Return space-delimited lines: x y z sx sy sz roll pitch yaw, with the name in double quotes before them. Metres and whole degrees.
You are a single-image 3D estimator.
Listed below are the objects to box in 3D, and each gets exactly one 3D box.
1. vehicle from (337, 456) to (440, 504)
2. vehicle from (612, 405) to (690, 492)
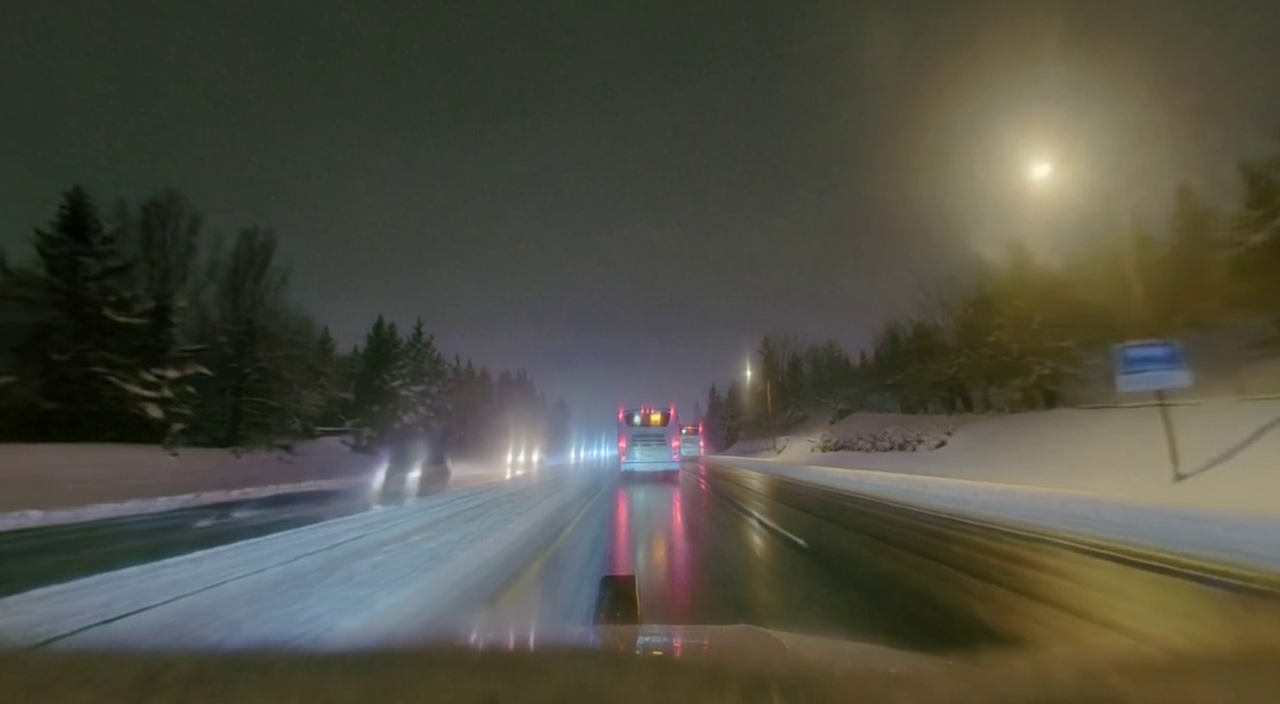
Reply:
"vehicle" -9.174 4.683 23.315 1.917 1.523 4.526 -1 -9 1
"vehicle" 0.287 3.422 22.344 2.414 2.675 5.574 0 -9 -1
